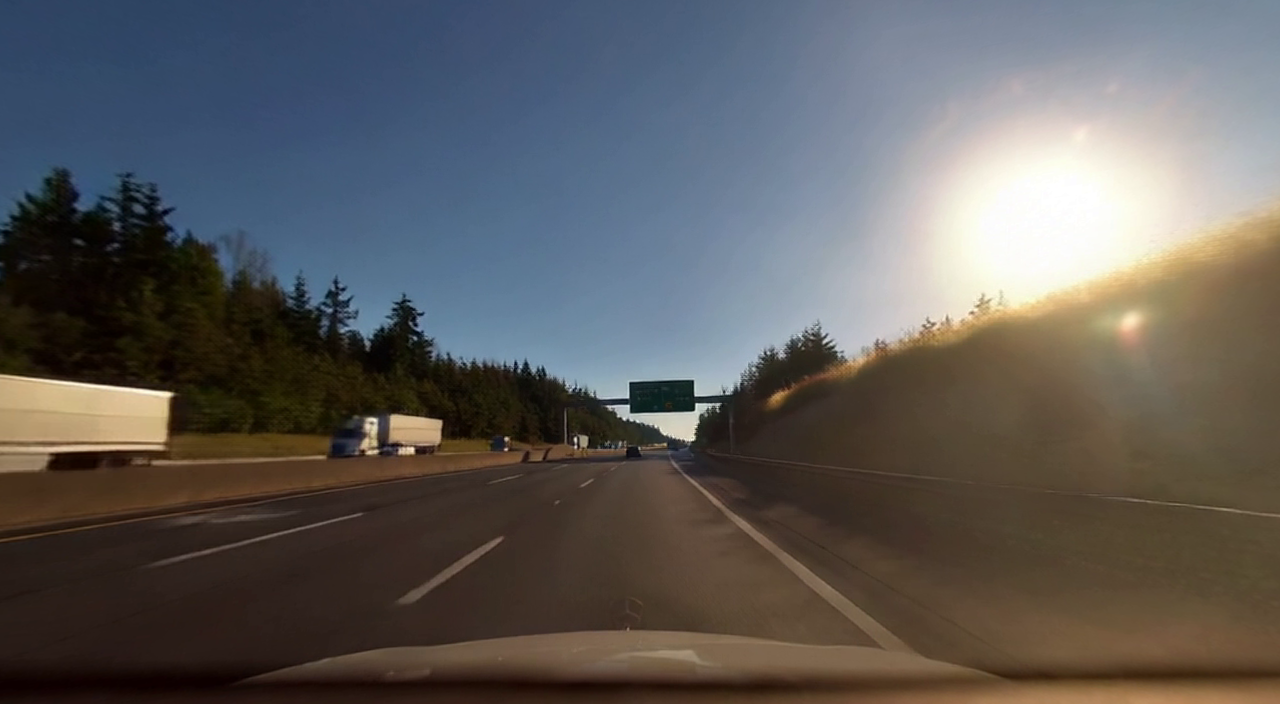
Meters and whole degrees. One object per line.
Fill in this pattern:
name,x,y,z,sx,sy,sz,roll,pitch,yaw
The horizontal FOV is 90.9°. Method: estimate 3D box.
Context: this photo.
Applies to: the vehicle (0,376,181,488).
vehicle,-23.218,2.904,22.648,2.918,3.747,13.877,0,-9,1
